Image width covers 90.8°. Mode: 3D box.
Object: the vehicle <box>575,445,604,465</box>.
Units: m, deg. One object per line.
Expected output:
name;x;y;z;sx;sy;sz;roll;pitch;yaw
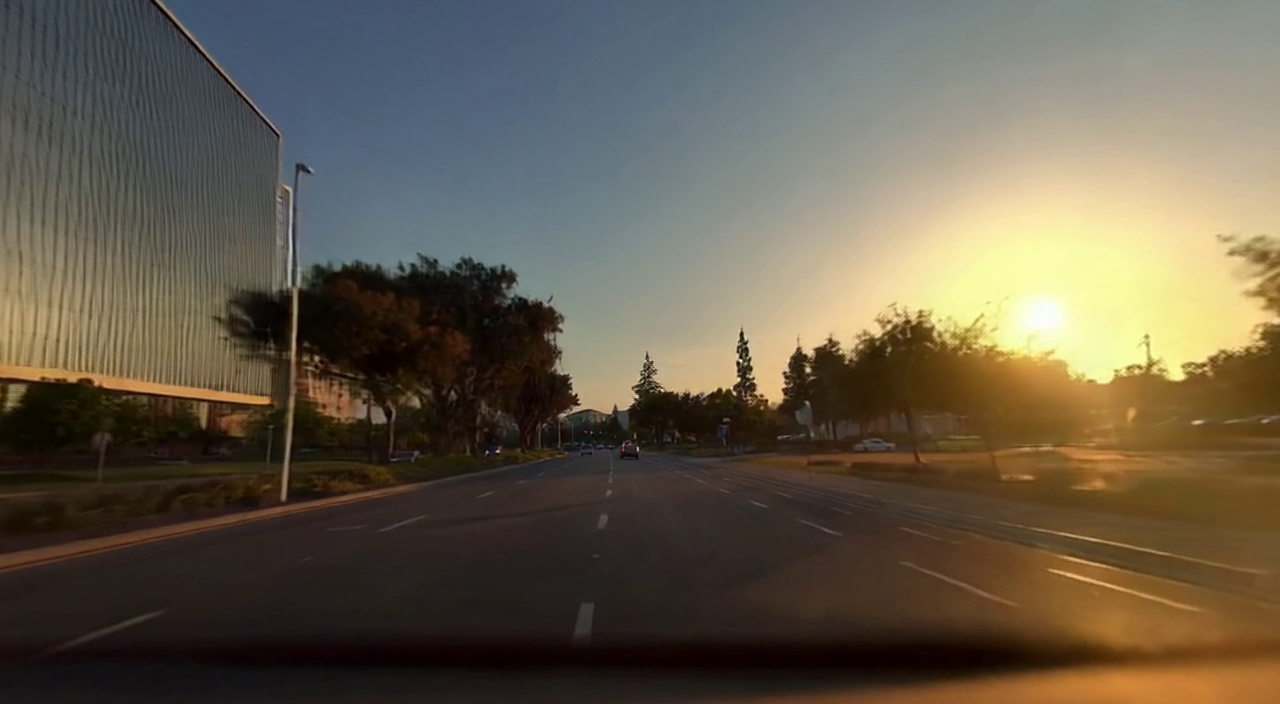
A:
vehicle;-3.781;7.822;48.276;2.080;1.445;4.096;0;-8;-3
